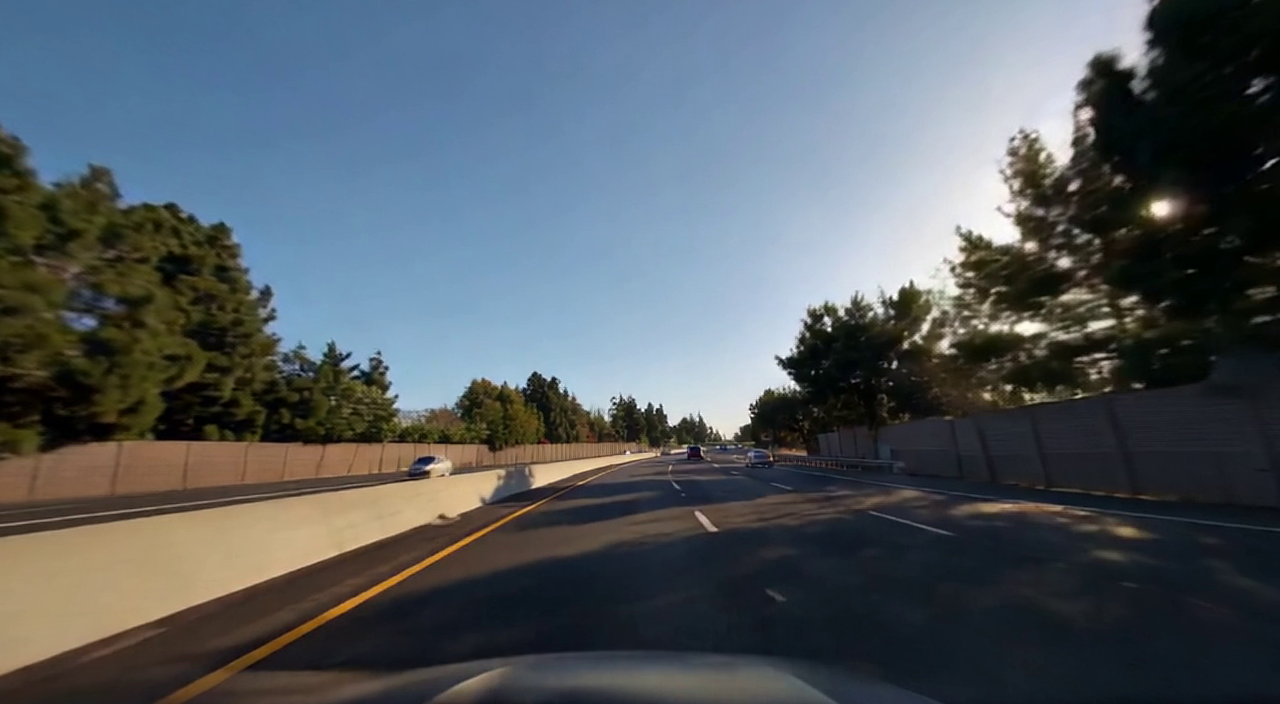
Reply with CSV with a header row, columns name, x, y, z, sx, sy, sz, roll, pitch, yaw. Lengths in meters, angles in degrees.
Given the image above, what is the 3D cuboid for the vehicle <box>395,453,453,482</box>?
name,x,y,z,sx,sy,sz,roll,pitch,yaw
vehicle,-12.129,6.506,35.614,1.876,1.462,3.677,-1,-9,2

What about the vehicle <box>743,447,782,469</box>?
name,x,y,z,sx,sy,sz,roll,pitch,yaw
vehicle,8.947,7.796,46.396,1.983,1.486,4.545,-1,-9,0
